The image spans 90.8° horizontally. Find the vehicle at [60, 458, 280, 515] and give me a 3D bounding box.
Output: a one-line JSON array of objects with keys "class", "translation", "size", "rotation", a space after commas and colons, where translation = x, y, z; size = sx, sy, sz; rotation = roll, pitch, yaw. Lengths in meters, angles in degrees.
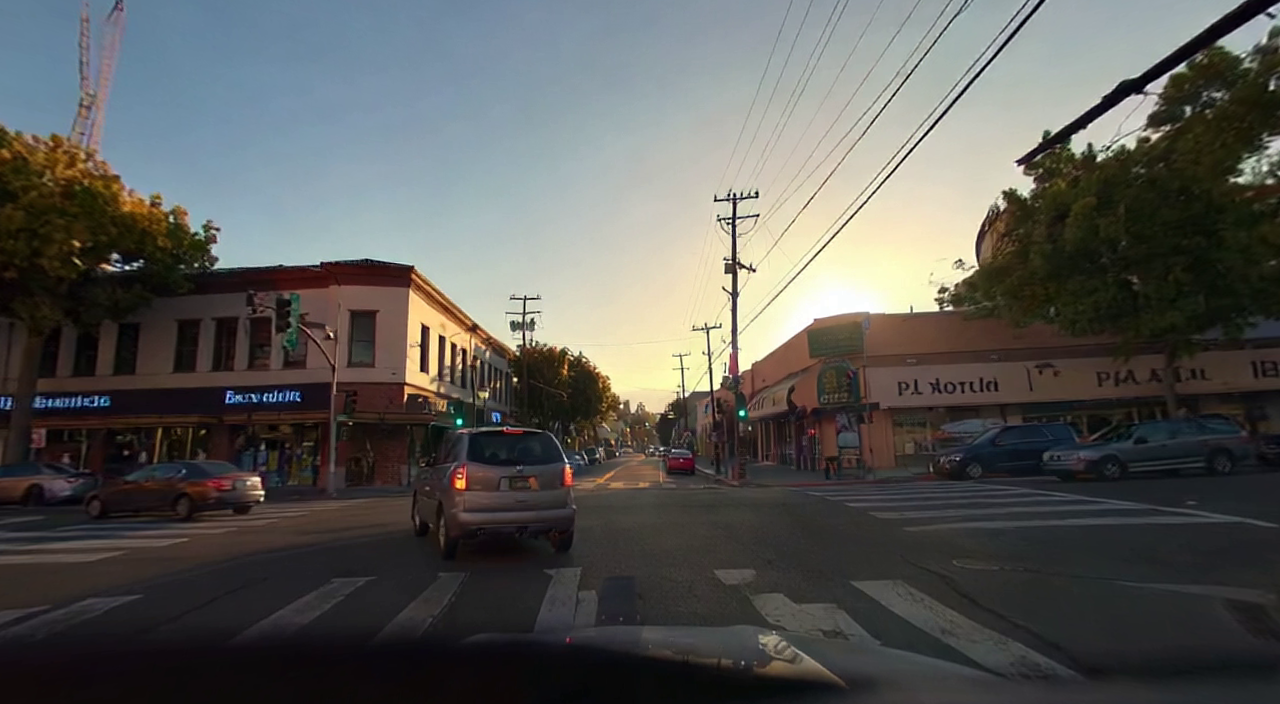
[{"class": "vehicle", "translation": [-12.898, 3.681, 17.520], "size": [4.666, 1.400, 2.050], "rotation": [-1, -8, 7]}]

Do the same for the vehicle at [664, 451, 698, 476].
[{"class": "vehicle", "translation": [2.653, 7.314, 41.715], "size": [2.062, 1.526, 3.989], "rotation": [0, -8, 2]}]

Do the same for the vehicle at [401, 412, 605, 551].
[{"class": "vehicle", "translation": [-2.671, 2.154, 11.320], "size": [2.440, 1.882, 4.611], "rotation": [4, -9, -26]}]

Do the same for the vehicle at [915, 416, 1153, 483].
[{"class": "vehicle", "translation": [12.043, 3.020, 19.700], "size": [5.716, 1.894, 2.433], "rotation": [-1, -8, 1]}]

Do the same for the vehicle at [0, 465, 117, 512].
[{"class": "vehicle", "translation": [-22.764, 5.054, 23.567], "size": [4.703, 1.550, 2.059], "rotation": [-1, -8, 2]}]

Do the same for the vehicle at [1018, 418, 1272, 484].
[{"class": "vehicle", "translation": [13.225, 2.618, 16.837], "size": [4.815, 1.501, 2.157], "rotation": [-2, -8, 1]}]
